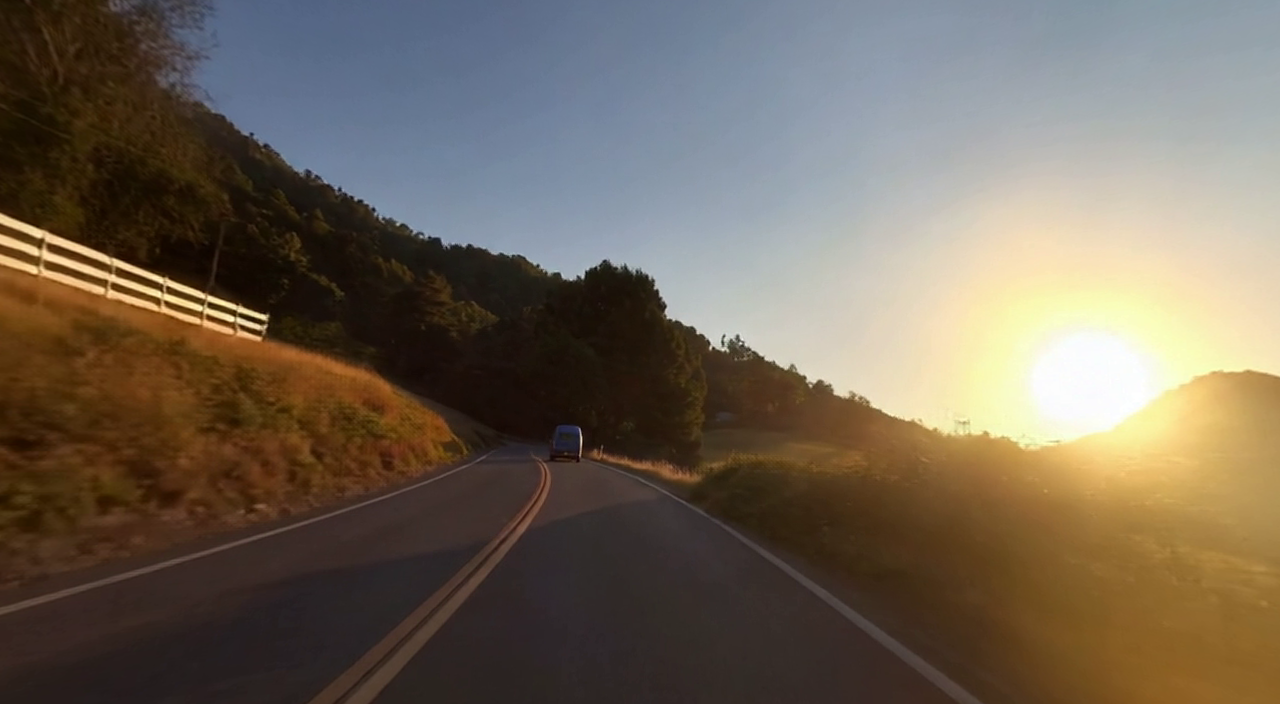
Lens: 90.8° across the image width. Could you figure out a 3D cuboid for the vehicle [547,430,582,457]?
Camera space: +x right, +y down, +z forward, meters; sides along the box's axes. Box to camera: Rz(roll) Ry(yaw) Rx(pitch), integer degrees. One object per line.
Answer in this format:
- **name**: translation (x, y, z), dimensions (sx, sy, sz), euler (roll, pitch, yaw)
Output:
- **vehicle**: translation (-5.864, 7.050, 48.500), dimensions (2.439, 1.912, 5.605), euler (1, -9, -9)
